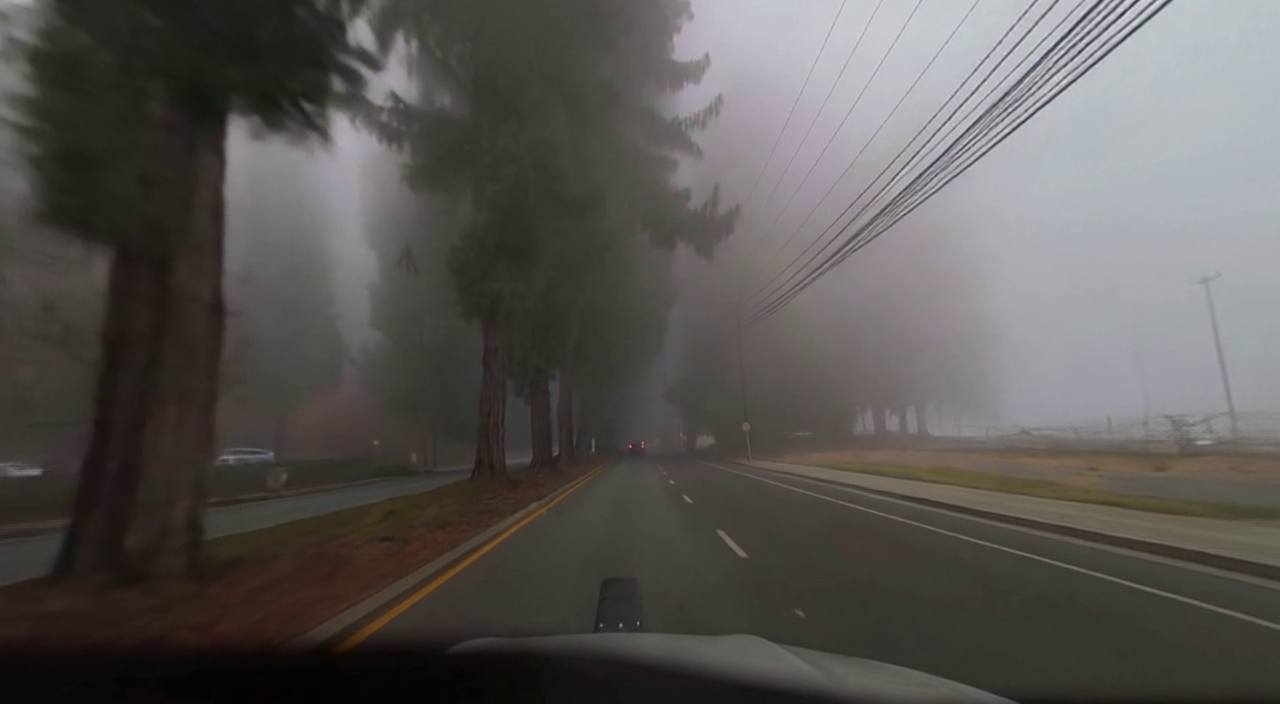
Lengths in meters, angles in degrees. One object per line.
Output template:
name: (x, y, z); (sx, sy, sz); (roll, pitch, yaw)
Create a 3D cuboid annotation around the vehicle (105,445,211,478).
vehicle: (-33.789, 7.693, 44.390); (5.614, 1.886, 2.254); (-3, -8, 0)
